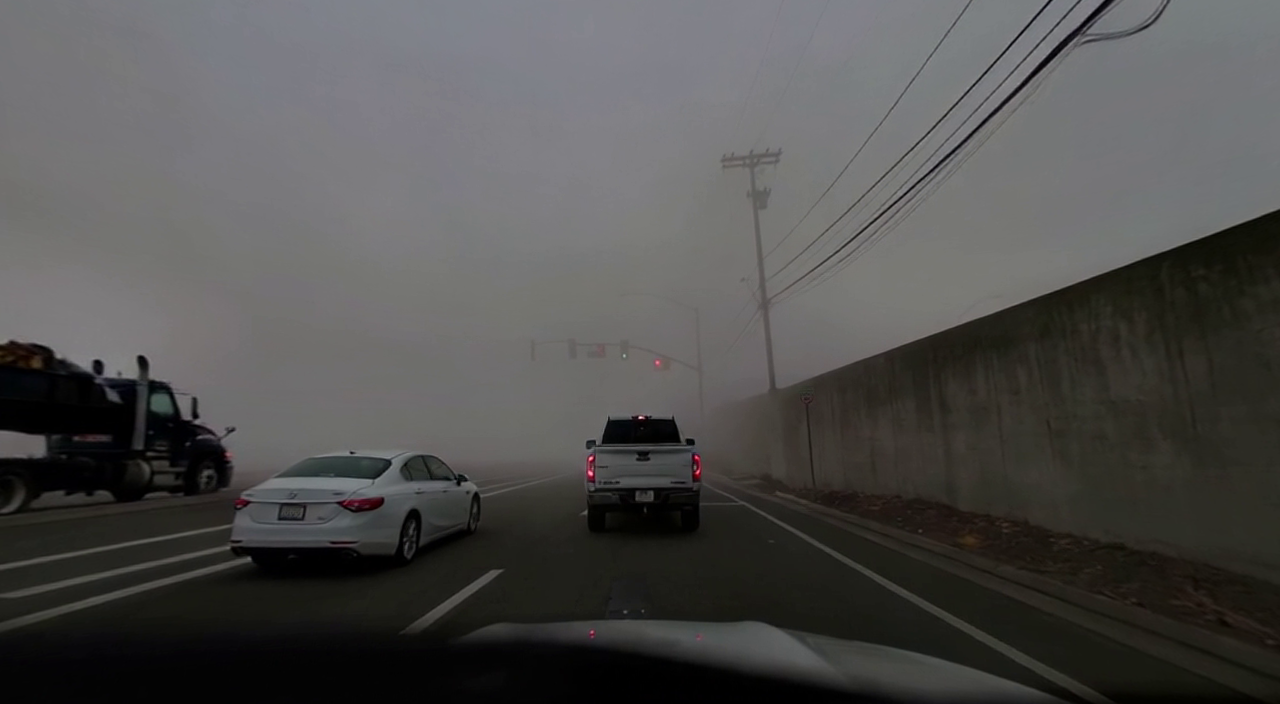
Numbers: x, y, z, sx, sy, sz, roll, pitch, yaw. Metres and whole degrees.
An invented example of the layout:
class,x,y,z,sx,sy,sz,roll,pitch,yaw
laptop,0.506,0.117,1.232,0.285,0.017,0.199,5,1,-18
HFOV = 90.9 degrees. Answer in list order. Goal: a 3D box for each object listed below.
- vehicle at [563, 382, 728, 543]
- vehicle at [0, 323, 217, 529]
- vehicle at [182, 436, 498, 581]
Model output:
class,x,y,z,sx,sy,sz,roll,pitch,yaw
vehicle,0.094,1.981,11.842,2.355,2.305,5.336,0,-8,1
vehicle,-13.518,1.602,13.201,3.016,3.847,8.707,-1,-9,1
vehicle,-3.683,2.002,9.072,2.019,1.480,4.966,-1,-8,1
